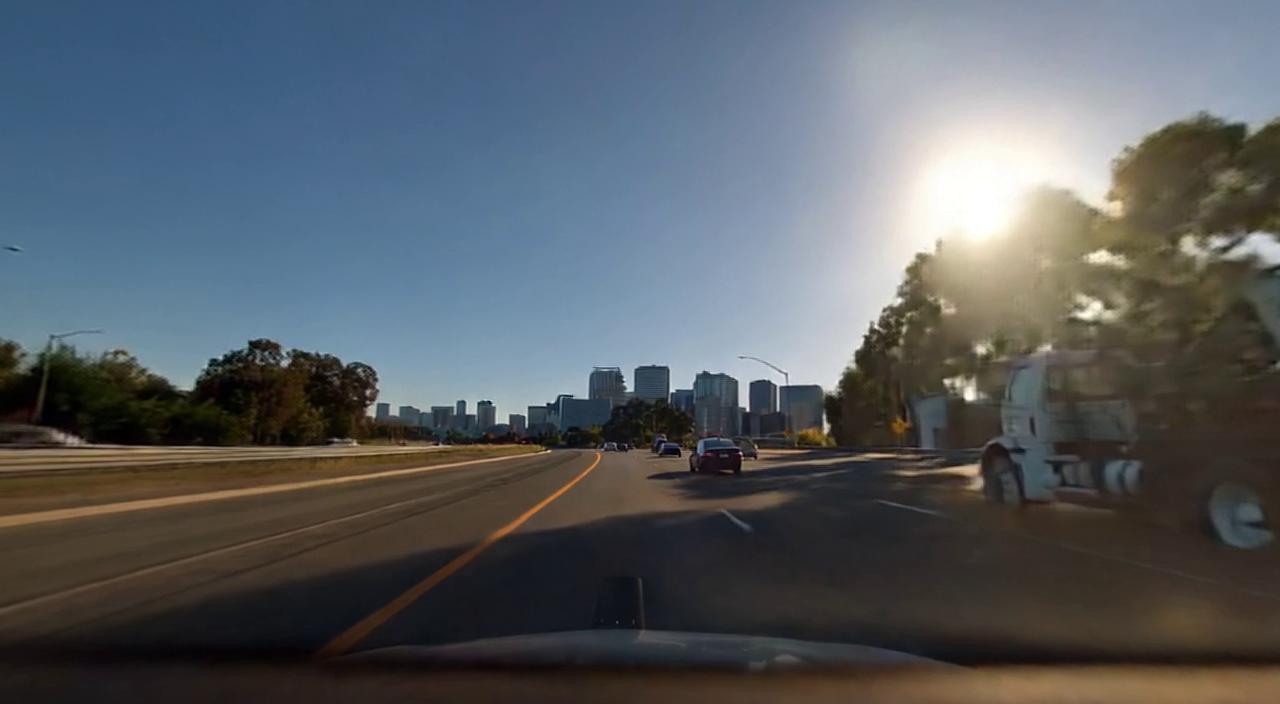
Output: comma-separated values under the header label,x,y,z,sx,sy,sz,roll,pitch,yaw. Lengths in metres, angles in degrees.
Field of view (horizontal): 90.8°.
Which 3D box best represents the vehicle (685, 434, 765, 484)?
label,x,y,z,sx,sy,sz,roll,pitch,yaw
vehicle,3.126,4.055,24.332,2.305,1.729,4.526,0,-8,-2
